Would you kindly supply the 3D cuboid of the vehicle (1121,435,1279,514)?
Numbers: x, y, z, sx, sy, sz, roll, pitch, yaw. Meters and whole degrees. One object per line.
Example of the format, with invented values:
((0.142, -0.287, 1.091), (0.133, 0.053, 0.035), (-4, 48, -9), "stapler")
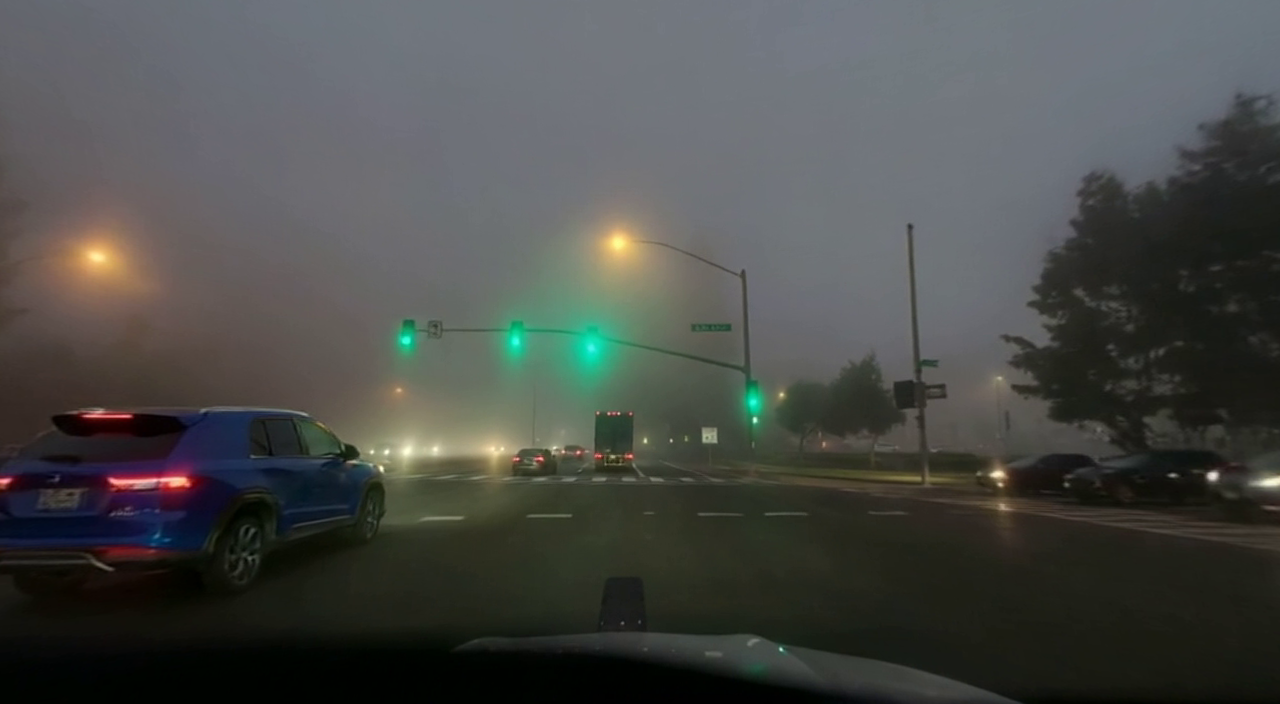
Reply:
((14.395, 2.834, 14.797), (4.372, 1.694, 2.107), (0, -9, -2), "vehicle")

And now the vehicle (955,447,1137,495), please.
((13.743, 4.042, 21.498), (4.807, 1.530, 2.066), (0, -9, -2), "vehicle")

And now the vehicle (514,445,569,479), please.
((-4.629, 5.237, 30.140), (2.023, 1.483, 4.143), (0, -9, -1), "vehicle")

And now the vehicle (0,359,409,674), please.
((-4.272, 1.314, 6.172), (2.178, 1.826, 4.933), (0, -9, -1), "vehicle")

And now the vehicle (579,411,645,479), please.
((-1.312, 4.713, 31.700), (2.993, 3.051, 6.692), (0, -9, -1), "vehicle")
